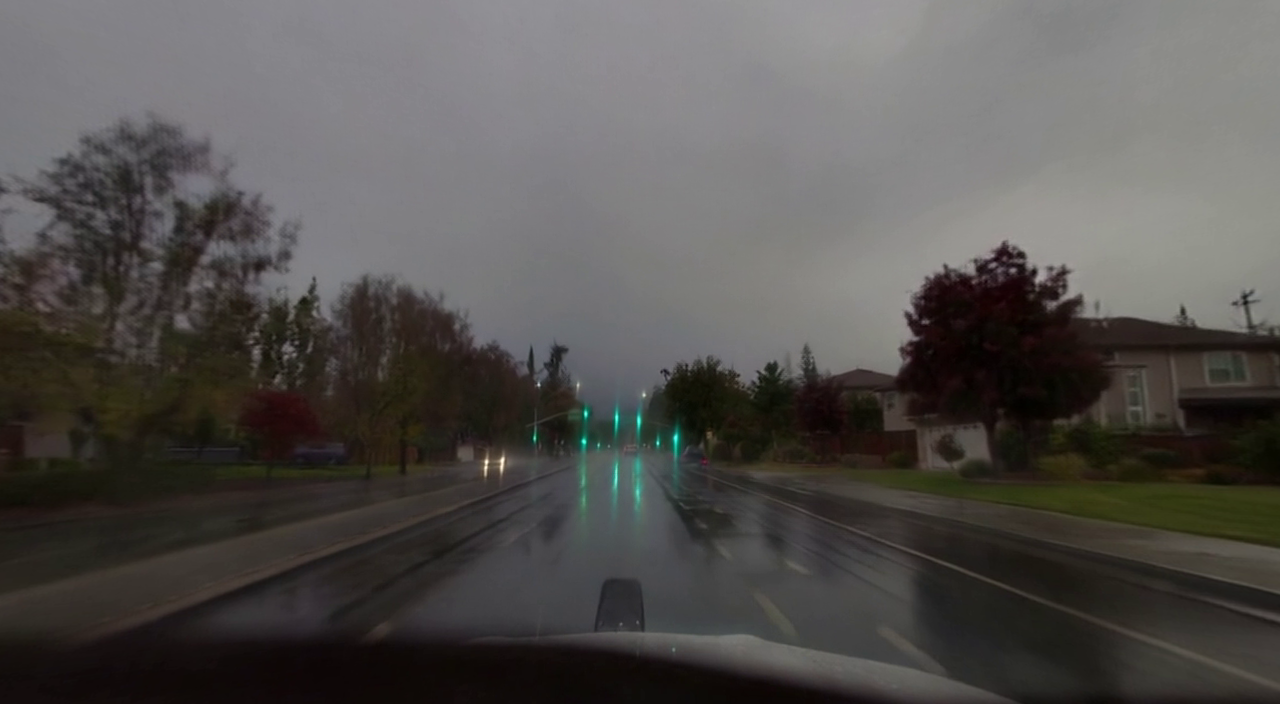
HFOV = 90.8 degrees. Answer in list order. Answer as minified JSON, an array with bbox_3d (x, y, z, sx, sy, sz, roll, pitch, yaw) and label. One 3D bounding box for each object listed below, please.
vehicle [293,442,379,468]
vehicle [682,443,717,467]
[{"bbox_3d":[-21.209,7.171,44.209,4.853,1.754,2.095,0,-9,2],"label":"vehicle"},{"bbox_3d":[4.651,8.067,49.803,2.180,1.782,4.790,0,-9,-1],"label":"vehicle"}]
